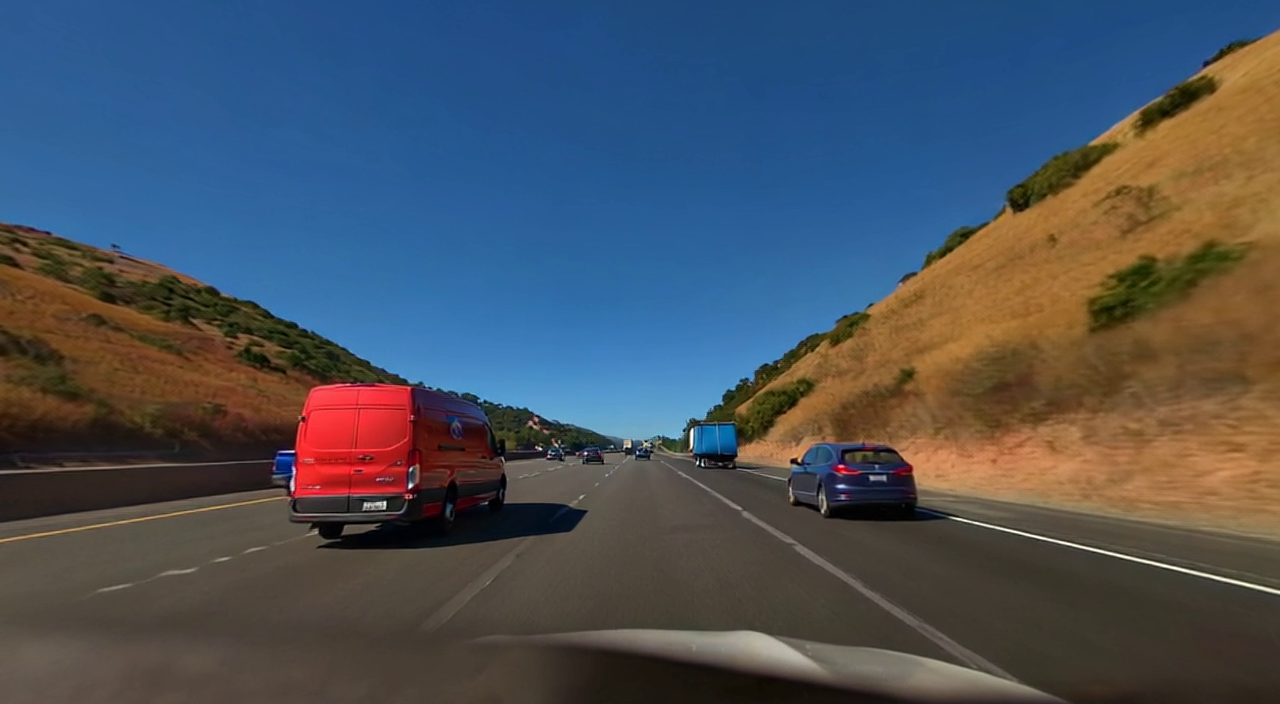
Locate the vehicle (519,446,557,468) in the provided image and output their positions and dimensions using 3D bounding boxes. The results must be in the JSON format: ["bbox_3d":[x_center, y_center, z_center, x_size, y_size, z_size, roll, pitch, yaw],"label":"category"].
[{"bbox_3d":[-7.333,7.594,45.578,2.021,1.500,4.512,0,-9,0],"label":"vehicle"}]

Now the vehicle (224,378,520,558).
[{"bbox_3d":[-3.857,1.867,10.723,2.421,2.203,5.775,0,-9,1],"label":"vehicle"}]

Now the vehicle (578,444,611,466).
[{"bbox_3d":[-3.307,7.641,46.834,2.138,1.581,4.340,0,-9,0],"label":"vehicle"}]

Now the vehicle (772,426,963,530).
[{"bbox_3d":[4.003,2.291,11.968,2.051,1.598,4.145,0,-9,0],"label":"vehicle"}]

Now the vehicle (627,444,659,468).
[{"bbox_3d":[0.170,6.899,41.834,2.014,1.543,3.804,0,-9,0],"label":"vehicle"}]

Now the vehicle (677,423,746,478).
[{"bbox_3d":[3.765,5.489,35.271,2.877,2.730,7.831,0,-9,0],"label":"vehicle"}]
